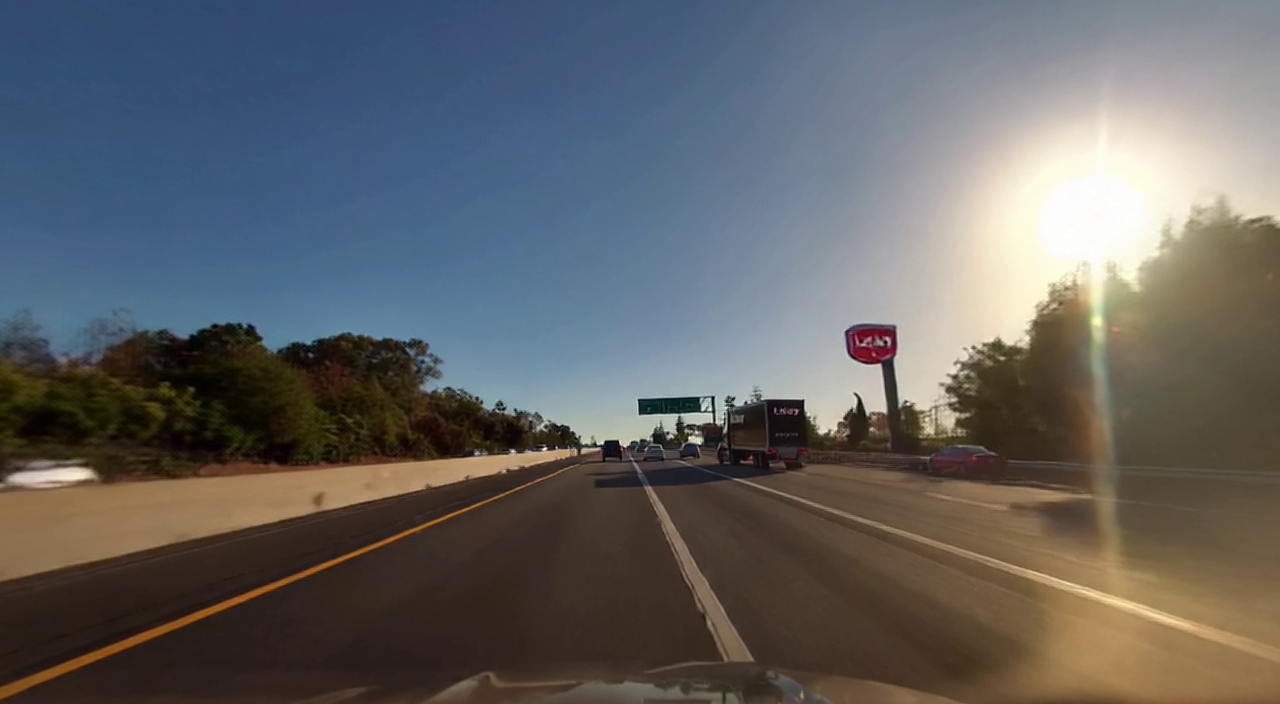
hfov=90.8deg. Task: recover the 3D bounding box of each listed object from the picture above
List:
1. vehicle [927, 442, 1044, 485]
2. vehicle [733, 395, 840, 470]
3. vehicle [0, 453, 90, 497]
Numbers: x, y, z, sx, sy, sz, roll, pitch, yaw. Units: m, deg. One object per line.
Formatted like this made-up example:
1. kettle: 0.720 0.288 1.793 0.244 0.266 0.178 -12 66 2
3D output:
1. vehicle: 13.074 4.219 24.276 1.862 1.462 4.459 0 -9 -1
2. vehicle: 9.233 5.645 42.990 2.892 4.128 16.495 0 -9 -2
3. vehicle: -25.088 4.876 25.272 1.942 1.579 4.642 0 -9 0
